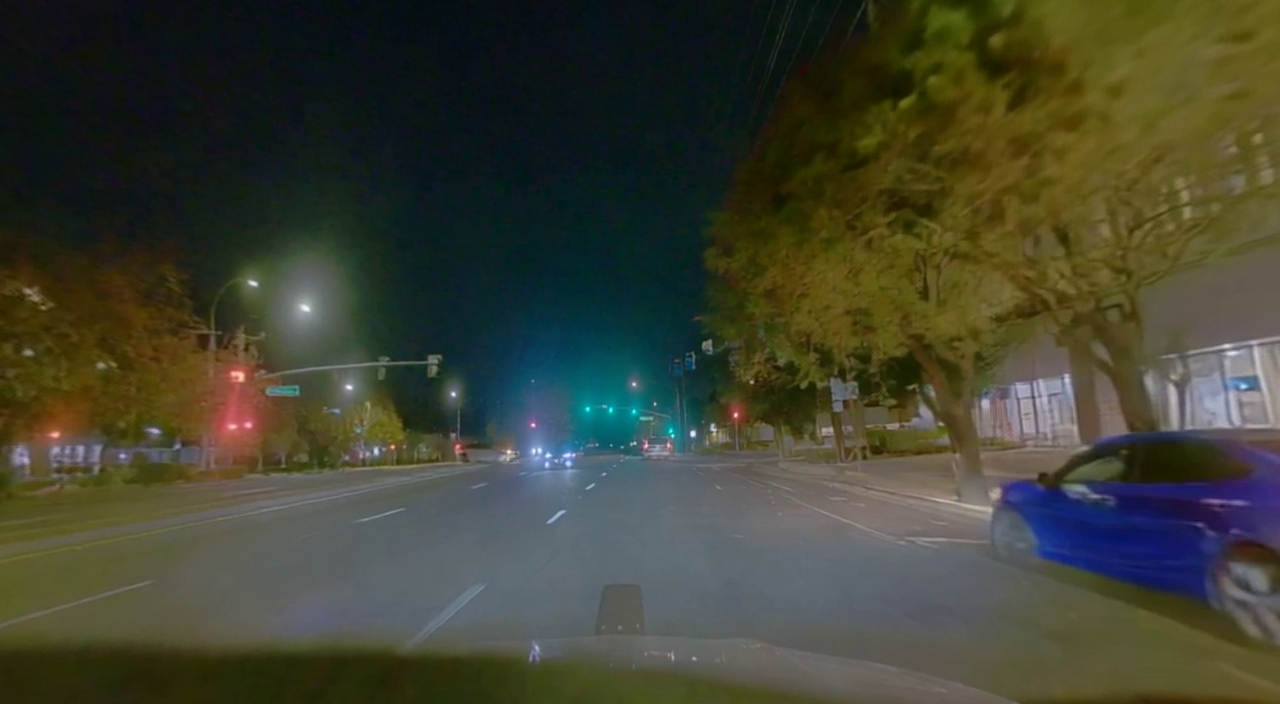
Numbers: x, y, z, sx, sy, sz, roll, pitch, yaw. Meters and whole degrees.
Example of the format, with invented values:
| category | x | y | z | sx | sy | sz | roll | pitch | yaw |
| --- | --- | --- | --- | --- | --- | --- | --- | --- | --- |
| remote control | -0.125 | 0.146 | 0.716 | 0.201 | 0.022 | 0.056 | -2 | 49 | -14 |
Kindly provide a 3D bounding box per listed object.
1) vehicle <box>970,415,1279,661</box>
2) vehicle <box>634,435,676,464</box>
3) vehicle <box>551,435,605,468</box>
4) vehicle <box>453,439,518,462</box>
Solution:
| category | x | y | z | sx | sy | sz | roll | pitch | yaw |
| --- | --- | --- | --- | --- | --- | --- | --- | --- | --- |
| vehicle | 4.804 | 1.317 | 5.134 | 1.942 | 1.469 | 4.049 | 0 | -8 | -2 |
| vehicle | 0.760 | 5.127 | 33.309 | 2.059 | 1.456 | 4.047 | 0 | -8 | 1 |
| vehicle | -2.919 | 4.773 | 30.528 | 2.032 | 1.467 | 4.411 | 0 | -8 | 2 |
| vehicle | -11.729 | 7.438 | 47.967 | 4.541 | 1.689 | 1.966 | 3 | -9 | -19 |
